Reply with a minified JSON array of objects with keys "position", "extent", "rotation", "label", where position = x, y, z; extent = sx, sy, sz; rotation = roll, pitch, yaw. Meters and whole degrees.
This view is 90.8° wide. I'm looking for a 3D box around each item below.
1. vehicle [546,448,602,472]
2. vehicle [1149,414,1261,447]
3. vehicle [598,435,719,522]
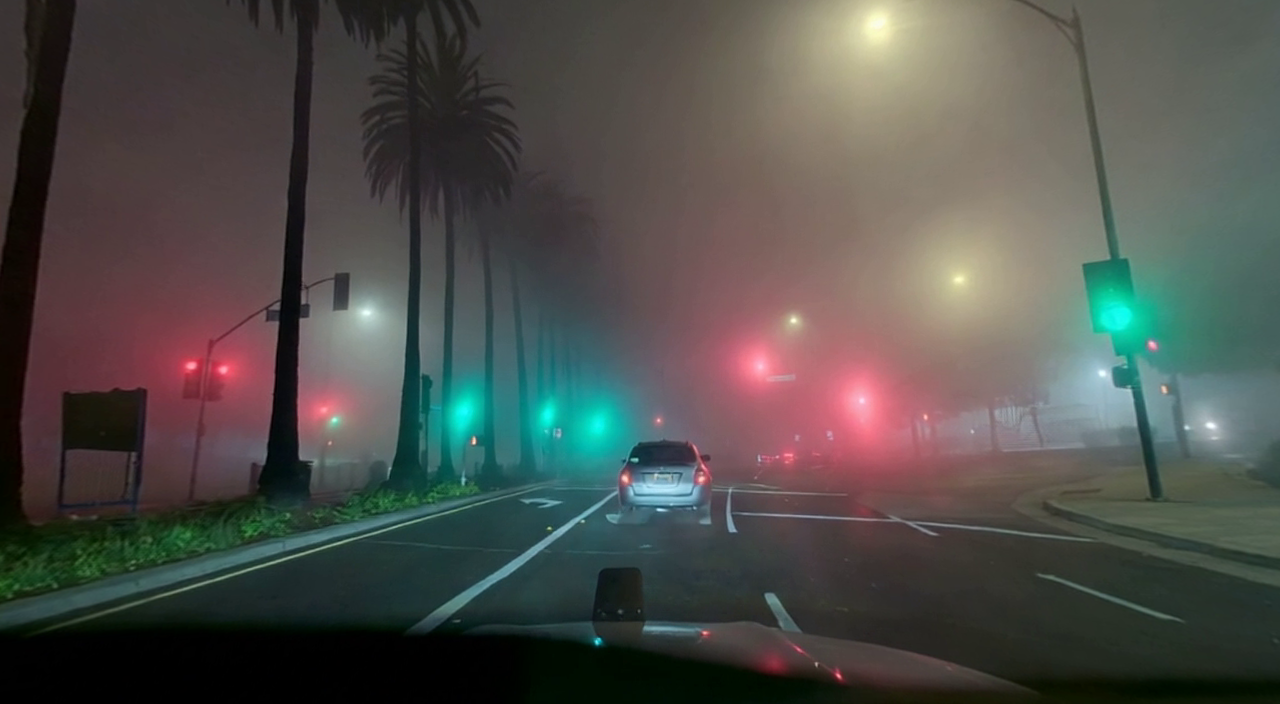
[{"position":[-4.151,6.871,40.420],"extent":[2.012,1.467,4.592],"rotation":[-3,-9,15],"label":"vehicle"},{"position":[32.949,4.614,36.879],"extent":[5.049,1.861,2.081],"rotation":[2,-9,-11],"label":"vehicle"},{"position":[0.487,2.504,13.064],"extent":[2.096,1.492,4.071],"rotation":[-1,-9,5],"label":"vehicle"}]
